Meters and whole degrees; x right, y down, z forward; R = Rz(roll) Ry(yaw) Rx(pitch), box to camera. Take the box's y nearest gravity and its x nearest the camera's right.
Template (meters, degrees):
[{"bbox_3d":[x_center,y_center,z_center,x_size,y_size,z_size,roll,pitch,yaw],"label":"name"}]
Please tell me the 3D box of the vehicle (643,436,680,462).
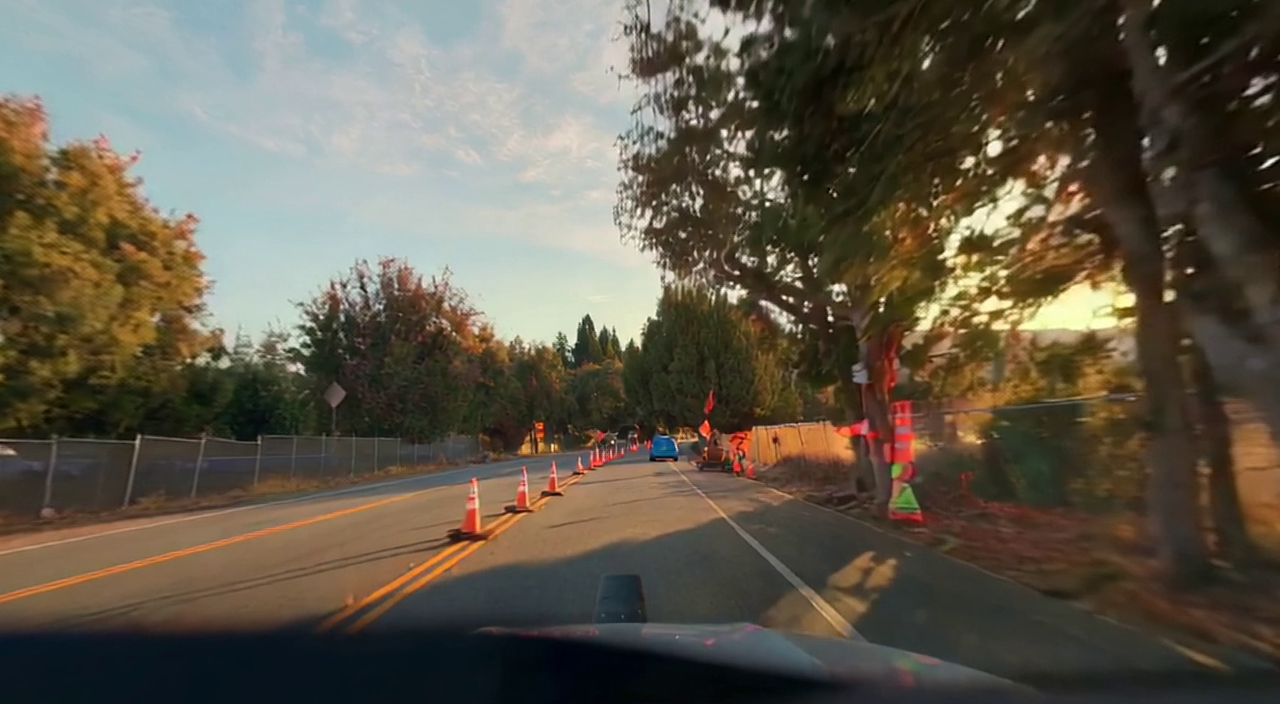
[{"bbox_3d":[1.396,5.998,39.146,2.172,1.486,3.581,-1,-9,4],"label":"vehicle"}]
